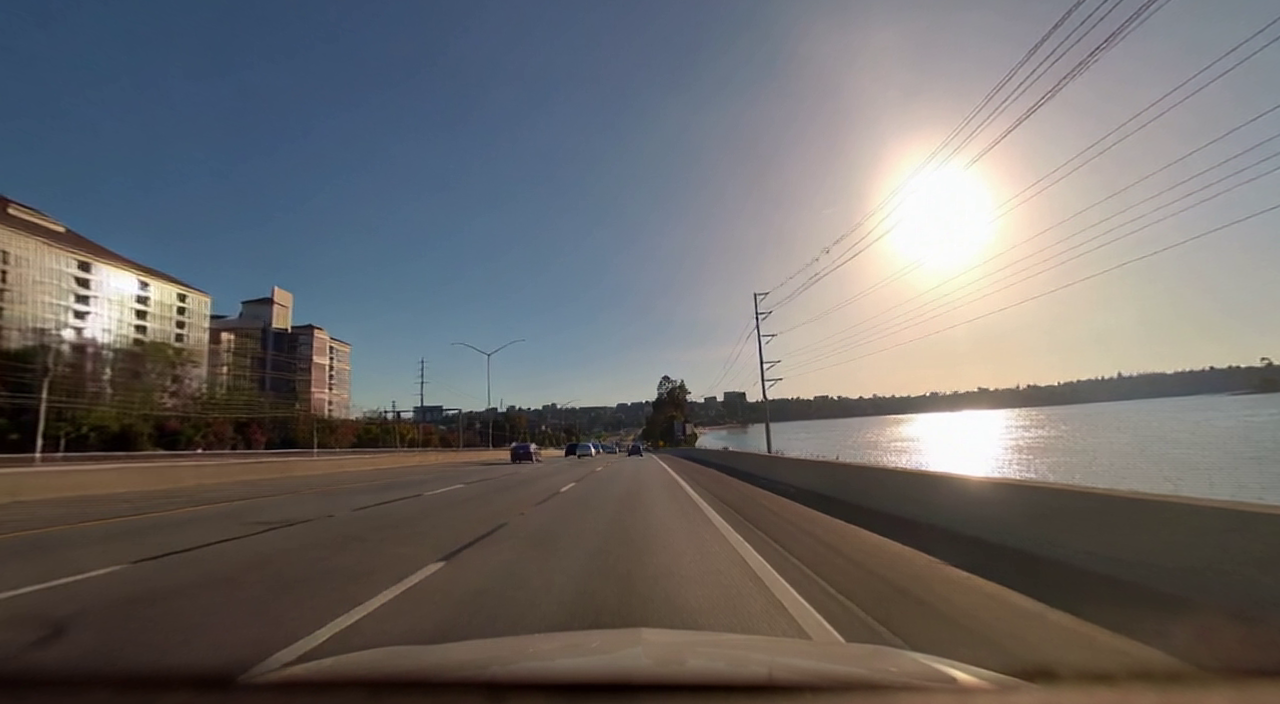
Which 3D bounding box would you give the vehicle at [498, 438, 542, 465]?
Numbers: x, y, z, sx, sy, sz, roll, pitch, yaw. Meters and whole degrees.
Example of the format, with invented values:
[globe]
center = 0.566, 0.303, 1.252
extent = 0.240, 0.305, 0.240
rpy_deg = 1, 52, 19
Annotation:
[vehicle]
center = -7.348, 6.118, 38.978
extent = 1.946, 1.590, 4.042
rpy_deg = 0, -8, 0
